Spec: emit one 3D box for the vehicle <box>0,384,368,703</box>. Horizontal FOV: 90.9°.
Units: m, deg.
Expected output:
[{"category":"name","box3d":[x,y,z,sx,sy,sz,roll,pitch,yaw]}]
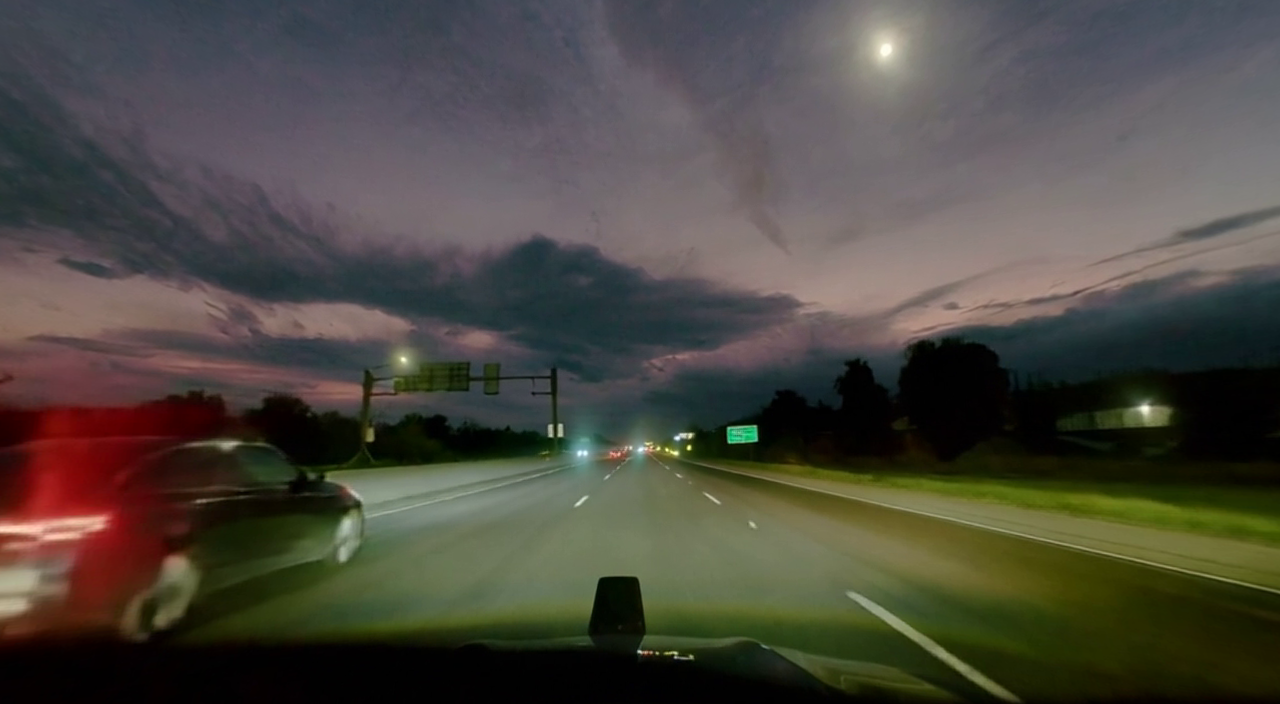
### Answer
[{"category":"vehicle","box3d":[-3.903,1.216,4.644,1.965,1.556,3.971,0,-9,1]}]
